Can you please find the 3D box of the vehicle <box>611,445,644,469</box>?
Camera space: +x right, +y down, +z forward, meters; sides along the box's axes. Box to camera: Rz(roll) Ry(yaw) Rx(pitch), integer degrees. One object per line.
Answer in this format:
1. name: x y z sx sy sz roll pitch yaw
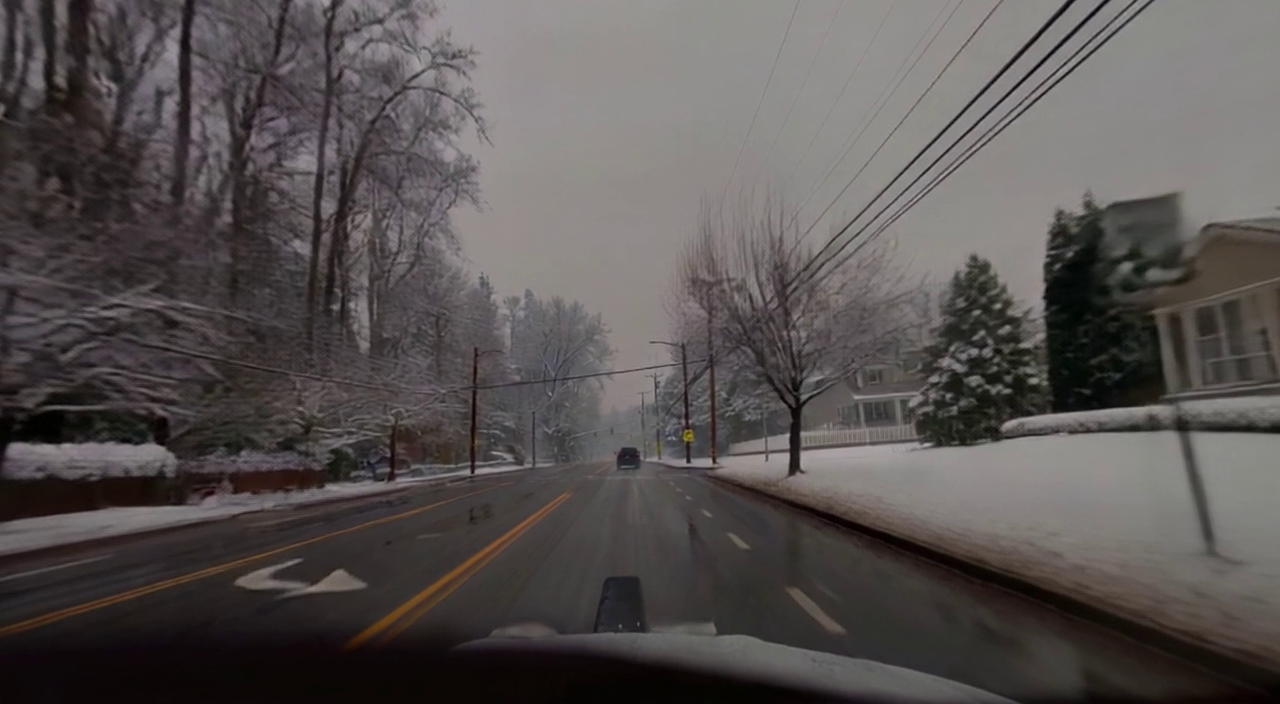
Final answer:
1. vehicle: -0.843 6.867 41.587 2.104 1.500 3.815 0 -9 -1
